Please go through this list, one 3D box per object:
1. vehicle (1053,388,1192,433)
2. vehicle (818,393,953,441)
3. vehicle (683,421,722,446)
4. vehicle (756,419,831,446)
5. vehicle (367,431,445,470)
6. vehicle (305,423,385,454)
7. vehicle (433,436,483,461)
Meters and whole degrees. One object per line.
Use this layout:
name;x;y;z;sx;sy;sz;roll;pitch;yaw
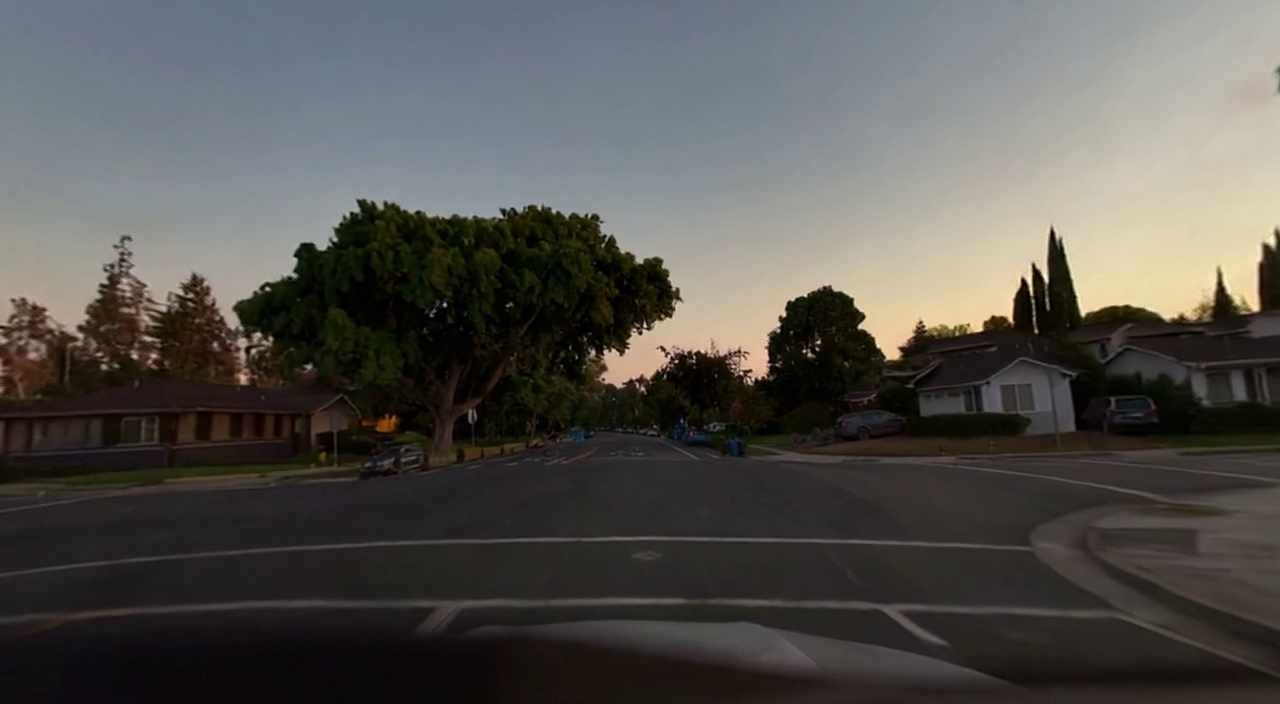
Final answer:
vehicle;22.781;2.785;29.968;4.831;2.013;2.082;0;-8;-2
vehicle;13.167;3.608;34.196;6.244;2.050;2.209;-10;-13;38
vehicle;4.708;6.239;48.115;2.184;1.770;4.651;0;-8;-4
vehicle;10.365;5.485;42.830;4.512;1.477;1.927;-3;-9;-3
vehicle;-11.302;4.786;30.864;2.037;1.755;4.434;0;-8;1
vehicle;-21.134;6.239;45.355;4.828;2.134;2.187;-3;-9;16
vehicle;-11.197;5.991;39.259;1.948;1.410;4.361;0;-8;-2
